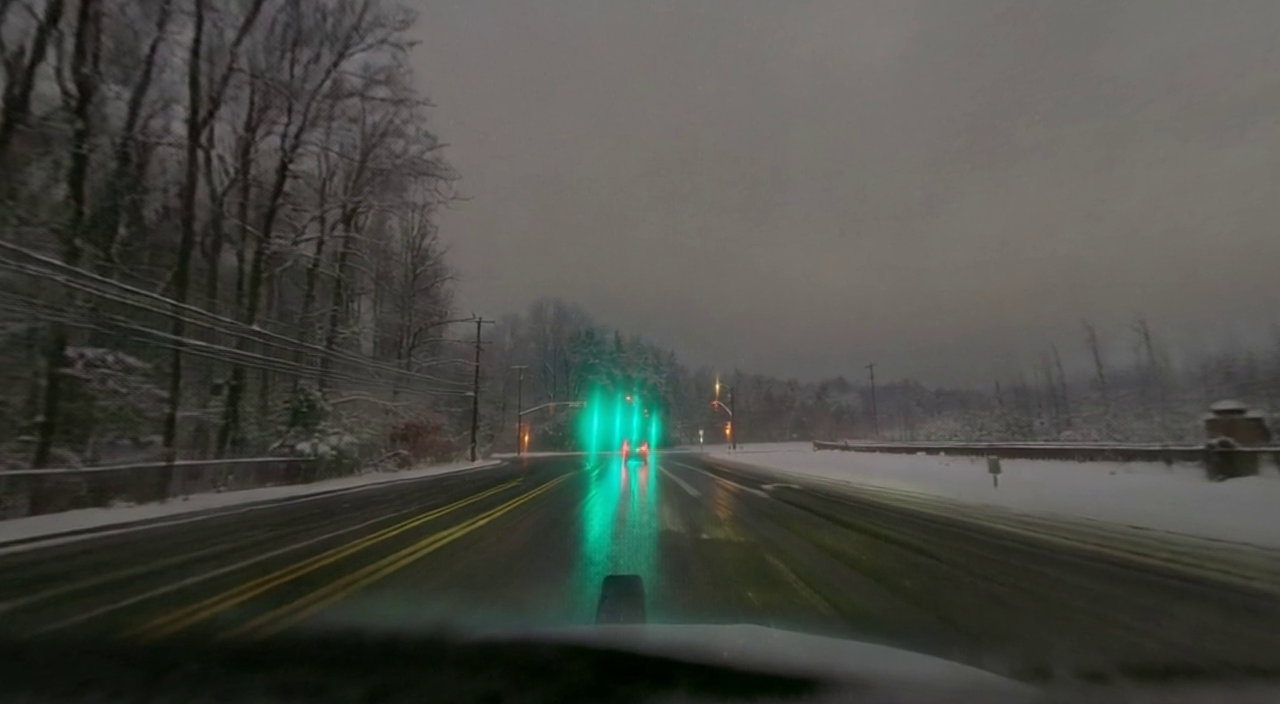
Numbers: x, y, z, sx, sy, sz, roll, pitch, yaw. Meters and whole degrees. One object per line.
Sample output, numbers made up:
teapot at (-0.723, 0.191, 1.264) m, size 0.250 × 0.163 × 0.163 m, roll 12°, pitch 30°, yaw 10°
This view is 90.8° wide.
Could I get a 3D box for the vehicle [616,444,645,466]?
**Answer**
vehicle at (-0.738, 7.624, 46.946) m, size 2.042 × 1.489 × 3.963 m, roll 0°, pitch -9°, yaw -1°
